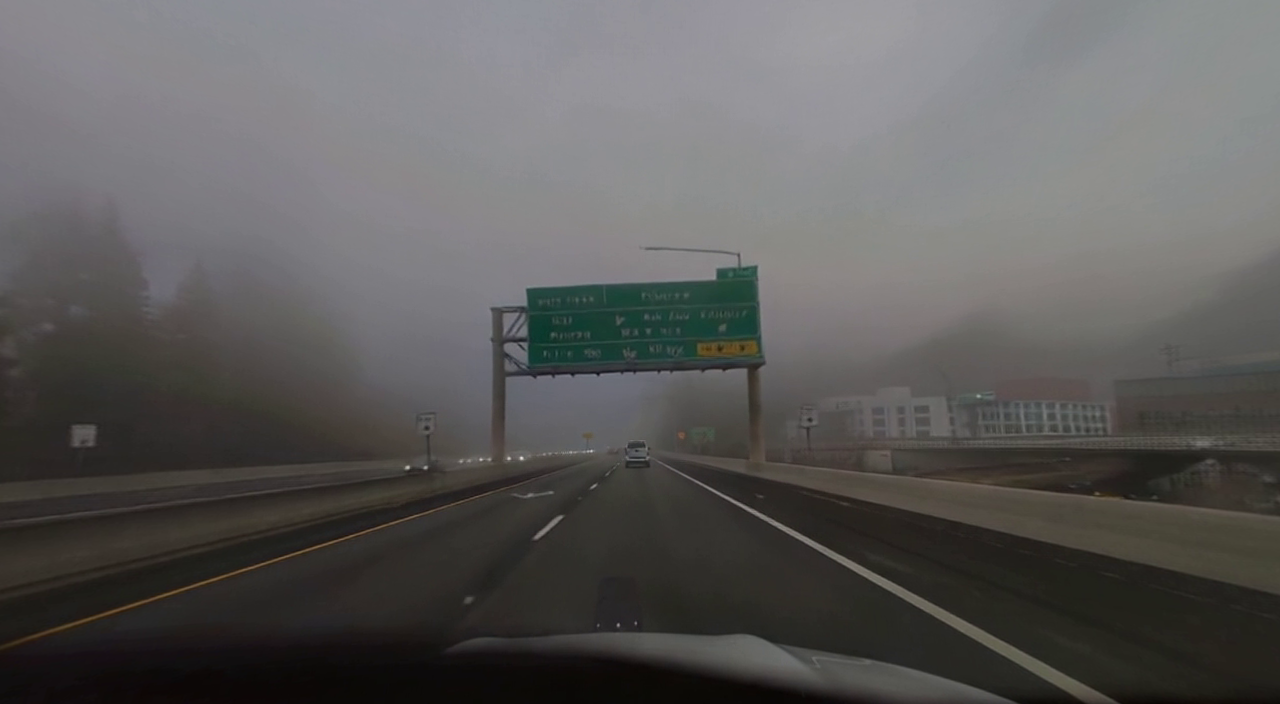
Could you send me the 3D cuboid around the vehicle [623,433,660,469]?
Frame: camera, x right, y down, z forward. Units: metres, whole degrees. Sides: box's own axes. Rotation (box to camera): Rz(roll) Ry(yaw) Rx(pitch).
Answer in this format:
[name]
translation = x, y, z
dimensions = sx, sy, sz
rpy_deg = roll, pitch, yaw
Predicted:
[vehicle]
translation = 0.138, 6.458, 40.943
dimensions = 2.268, 2.122, 4.595
rpy_deg = -1, -9, 1
